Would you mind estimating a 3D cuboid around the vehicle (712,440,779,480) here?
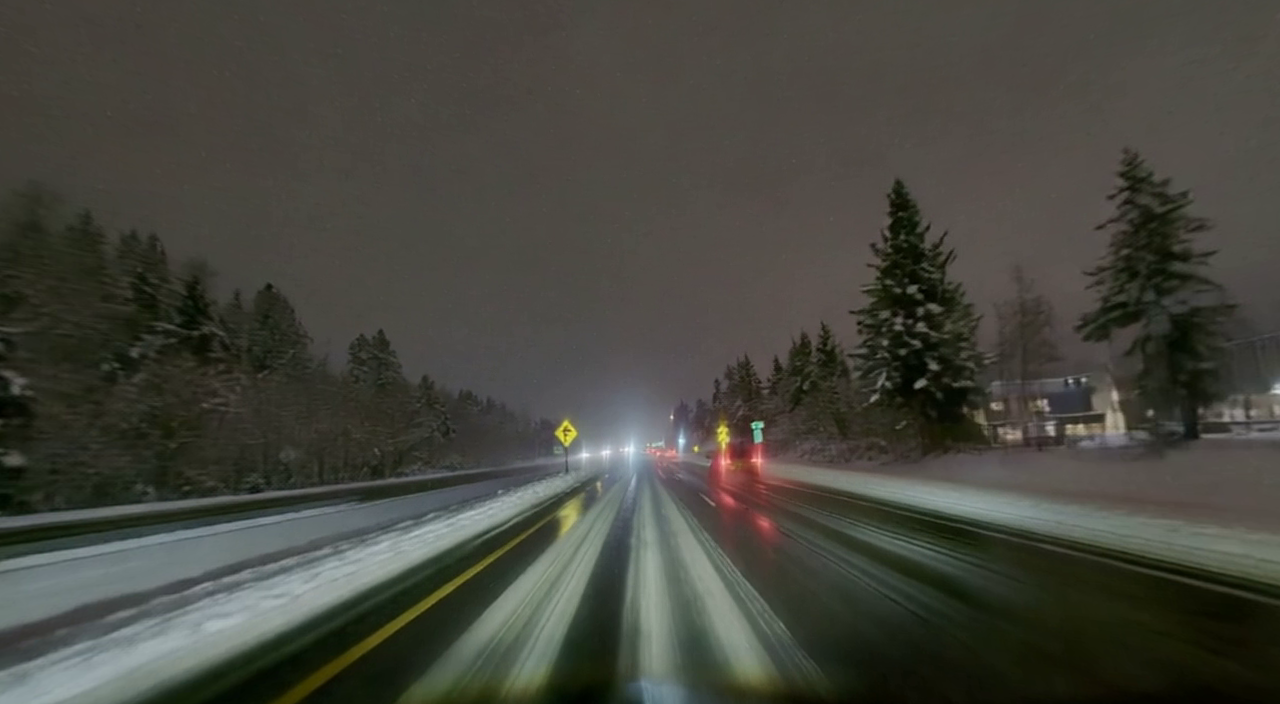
[{"bbox_3d":[4.328,4.519,26.620,2.042,1.518,4.477,0,-8,0],"label":"vehicle"}]
